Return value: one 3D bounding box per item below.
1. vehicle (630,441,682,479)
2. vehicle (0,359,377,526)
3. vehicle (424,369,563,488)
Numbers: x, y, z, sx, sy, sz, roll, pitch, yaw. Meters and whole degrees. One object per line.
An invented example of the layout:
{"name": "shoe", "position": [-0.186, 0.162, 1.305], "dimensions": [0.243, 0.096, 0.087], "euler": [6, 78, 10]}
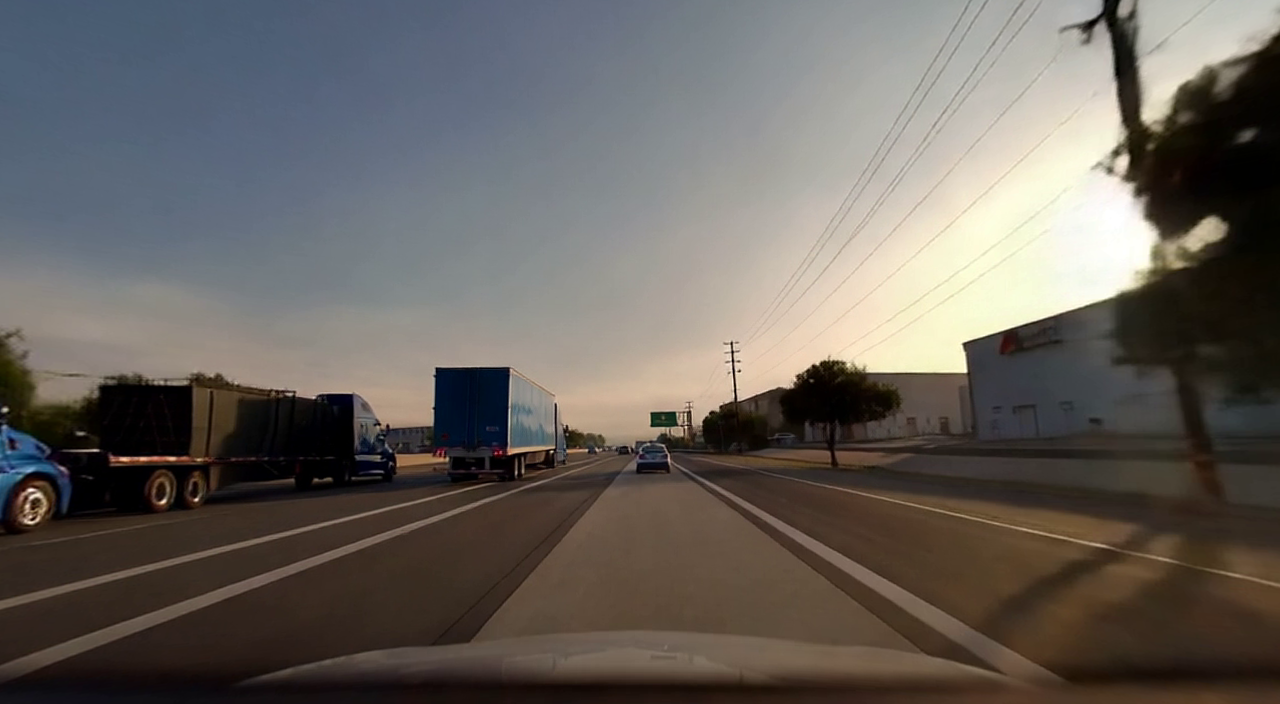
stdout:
{"name": "vehicle", "position": [0.624, 4.597, 27.143], "dimensions": [2.055, 1.514, 4.323], "euler": [0, -8, 0]}
{"name": "vehicle", "position": [-10.491, 2.385, 16.673], "dimensions": [2.896, 3.140, 9.491], "euler": [0, -8, 1]}
{"name": "vehicle", "position": [-5.963, 3.755, 29.437], "dimensions": [2.907, 4.081, 15.311], "euler": [0, -8, 0]}
